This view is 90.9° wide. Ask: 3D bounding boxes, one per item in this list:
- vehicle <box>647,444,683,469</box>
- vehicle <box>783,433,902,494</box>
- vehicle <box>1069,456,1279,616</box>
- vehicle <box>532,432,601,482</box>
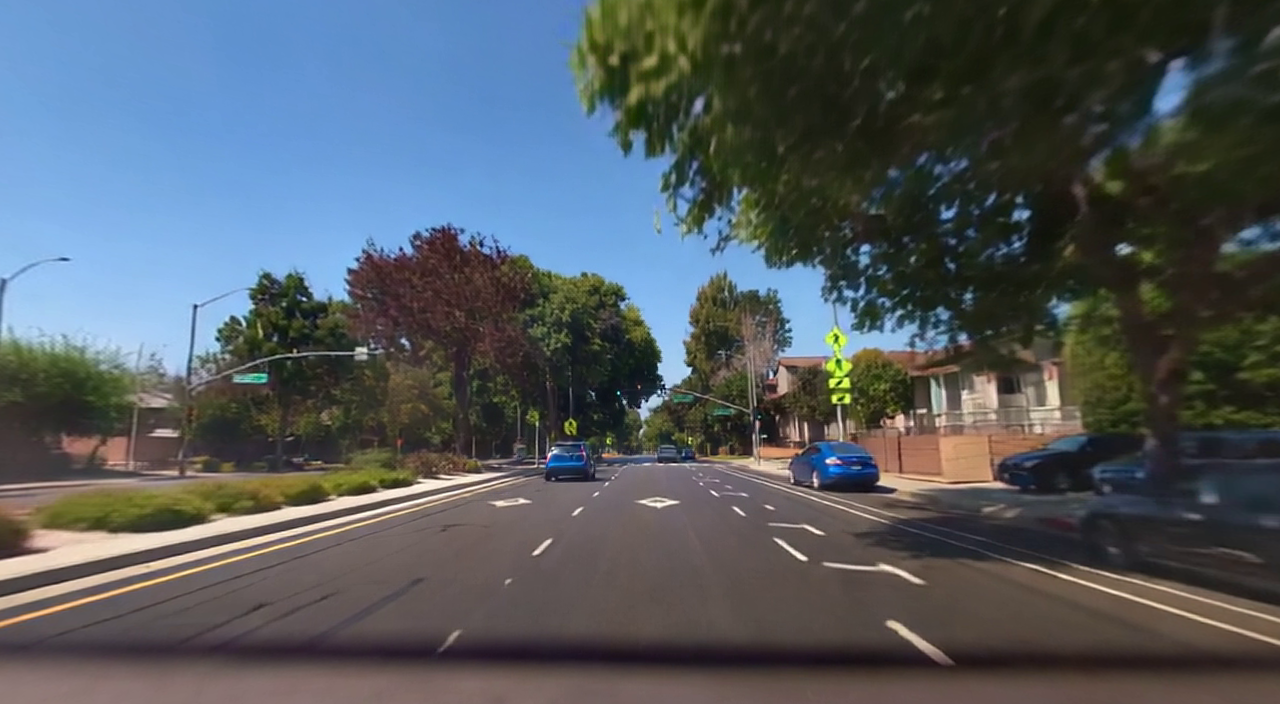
[{"bbox_3d":[1.496,6.514,39.537,2.075,1.480,3.920,0,-8,0],"label":"vehicle"},{"bbox_3d":[6.273,3.519,20.254,2.038,1.687,4.985,0,-8,-2],"label":"vehicle"},{"bbox_3d":[6.126,1.608,5.701,1.784,1.253,3.905,0,-8,1],"label":"vehicle"},{"bbox_3d":[-2.863,4.228,25.600,2.150,1.812,4.423,0,-8,1],"label":"vehicle"}]
